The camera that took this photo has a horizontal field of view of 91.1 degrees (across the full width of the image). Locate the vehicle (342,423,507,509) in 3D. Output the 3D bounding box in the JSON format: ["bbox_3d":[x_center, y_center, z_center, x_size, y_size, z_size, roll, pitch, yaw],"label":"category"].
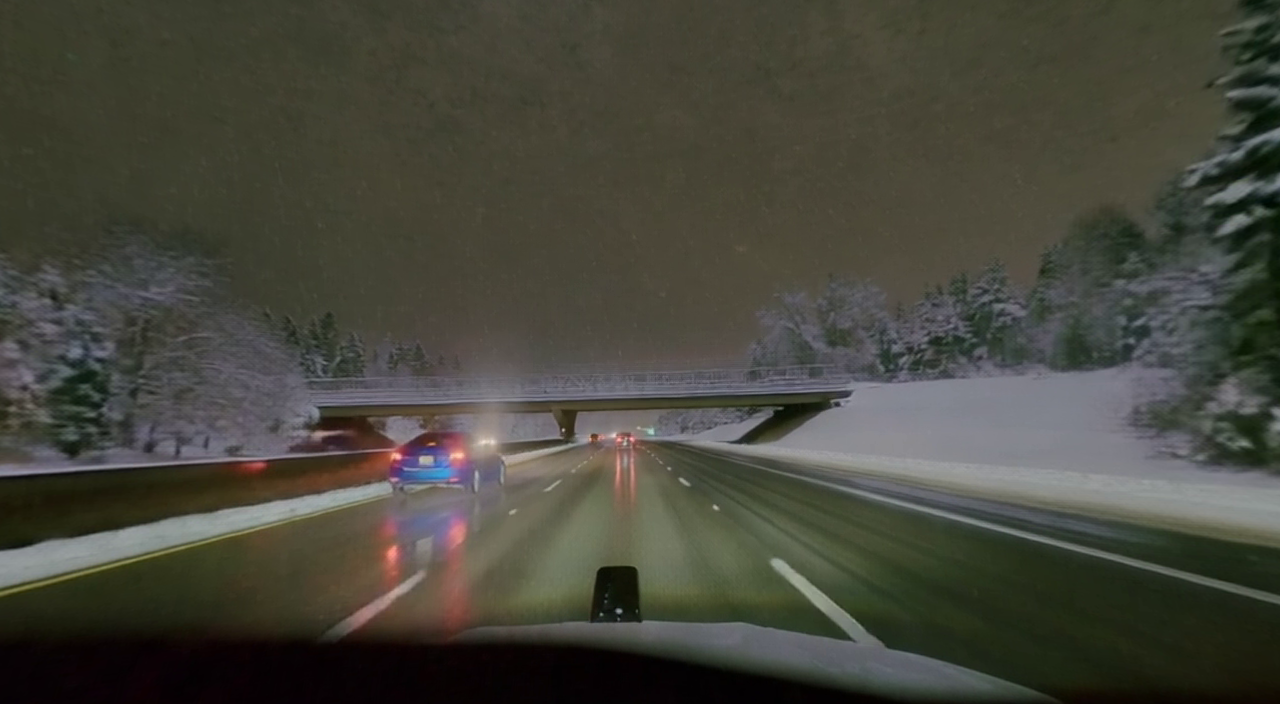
[{"bbox_3d":[-4.369,2.367,13.644,2.017,1.537,4.496,0,-8,0],"label":"vehicle"}]

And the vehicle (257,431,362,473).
[{"bbox_3d":[-13.699,4.154,26.446,1.960,1.580,4.527,0,-8,0],"label":"vehicle"}]

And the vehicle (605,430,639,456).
[{"bbox_3d":[-1.155,5.938,41.287,2.116,1.625,4.004,0,-8,0],"label":"vehicle"}]
